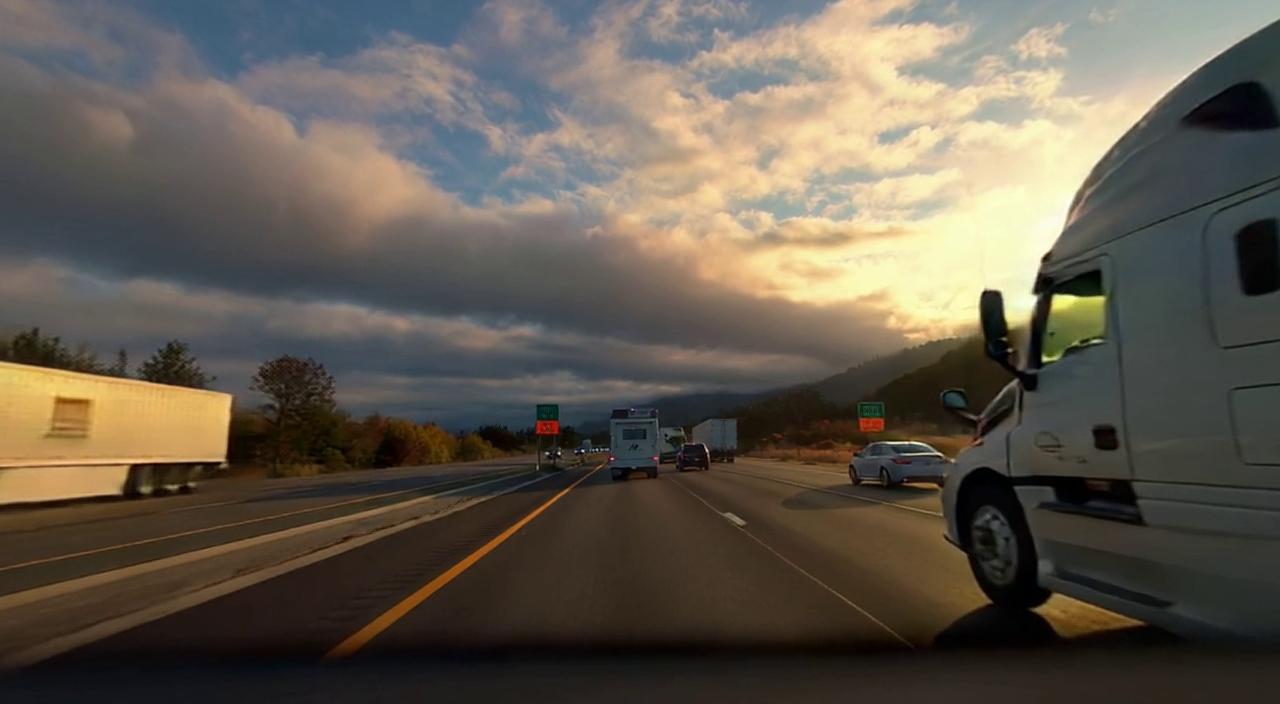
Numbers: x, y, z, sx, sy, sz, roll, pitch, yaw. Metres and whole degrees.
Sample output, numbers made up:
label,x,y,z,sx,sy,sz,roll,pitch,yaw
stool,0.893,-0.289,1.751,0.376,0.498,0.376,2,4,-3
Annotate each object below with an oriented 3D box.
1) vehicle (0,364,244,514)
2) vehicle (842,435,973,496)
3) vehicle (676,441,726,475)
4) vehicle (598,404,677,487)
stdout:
label,x,y,z,sx,sy,sz,roll,pitch,yaw
vehicle,-17.859,3.007,21.460,2.923,4.093,8.576,0,-9,-1
vehicle,7.475,3.210,17.987,1.988,1.534,3.763,0,-9,-1
vehicle,3.122,5.541,32.997,2.127,1.642,3.899,0,-9,-1
vehicle,0.076,3.583,24.053,2.506,2.743,6.093,-1,-9,5
